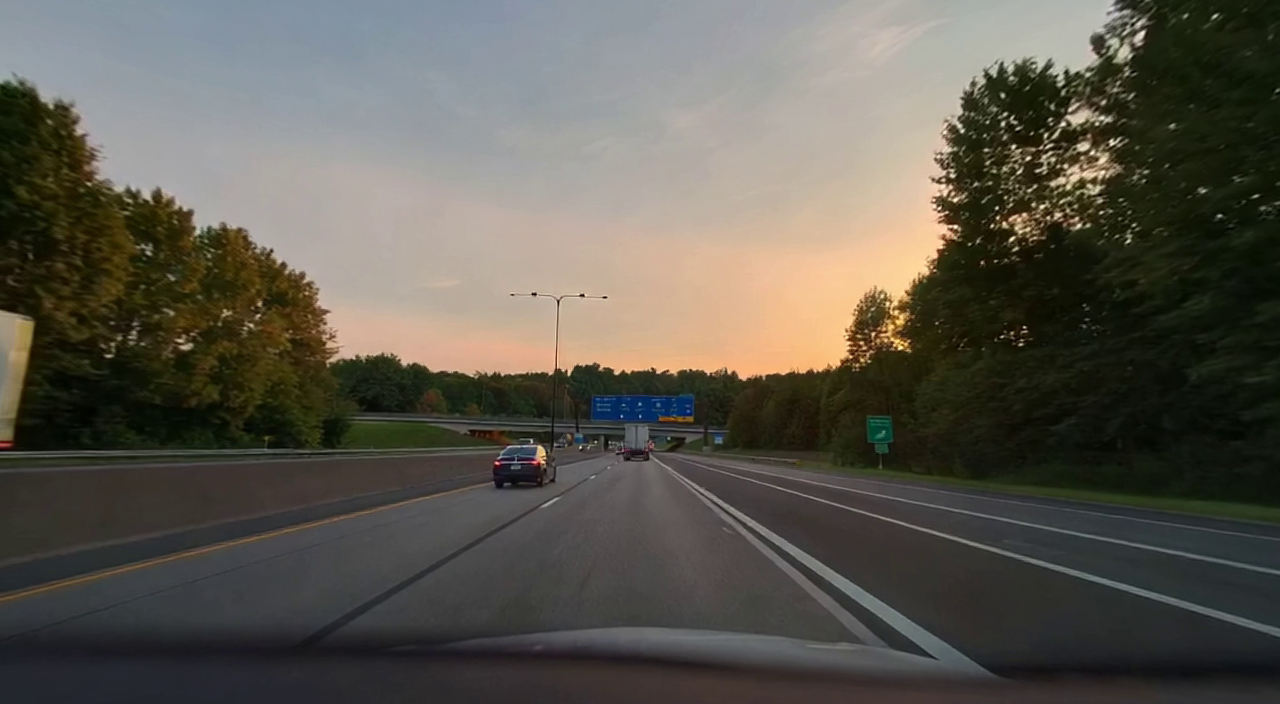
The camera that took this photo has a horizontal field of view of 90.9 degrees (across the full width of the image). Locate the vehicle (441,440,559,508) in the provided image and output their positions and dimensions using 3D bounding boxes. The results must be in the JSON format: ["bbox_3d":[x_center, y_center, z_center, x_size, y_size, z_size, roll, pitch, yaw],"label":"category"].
[{"bbox_3d":[-3.478,3.126,16.644,2.042,1.526,4.516,0,-9,0],"label":"vehicle"}]
